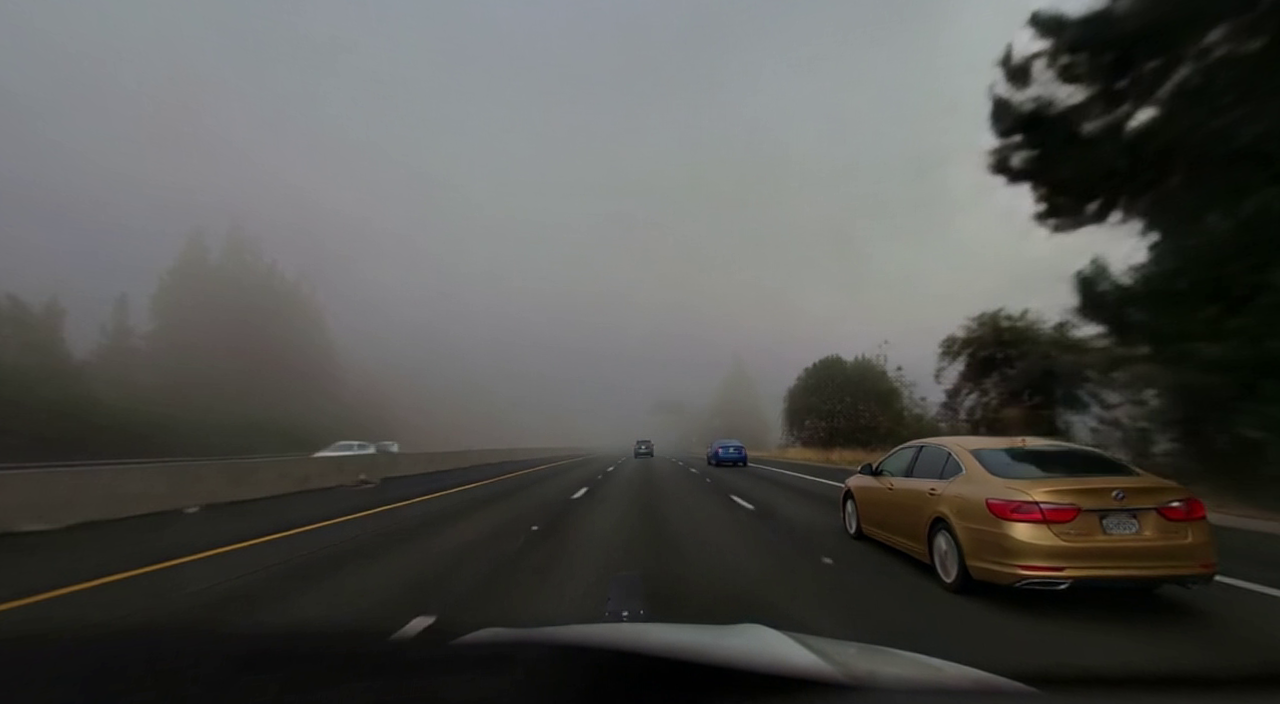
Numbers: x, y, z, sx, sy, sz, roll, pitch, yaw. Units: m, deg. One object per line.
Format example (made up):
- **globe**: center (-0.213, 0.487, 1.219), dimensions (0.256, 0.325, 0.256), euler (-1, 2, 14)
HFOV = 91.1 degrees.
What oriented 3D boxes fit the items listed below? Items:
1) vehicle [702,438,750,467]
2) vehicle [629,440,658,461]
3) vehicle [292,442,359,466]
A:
- **vehicle**: center (4.780, 5.628, 35.461), dimensions (2.008, 1.524, 4.598), euler (0, -8, 0)
- **vehicle**: center (0.262, 7.232, 46.251), dimensions (2.052, 1.449, 3.857), euler (0, -8, 0)
- **vehicle**: center (-21.242, 6.871, 42.697), dimensions (1.901, 1.527, 4.992), euler (0, -8, 1)
